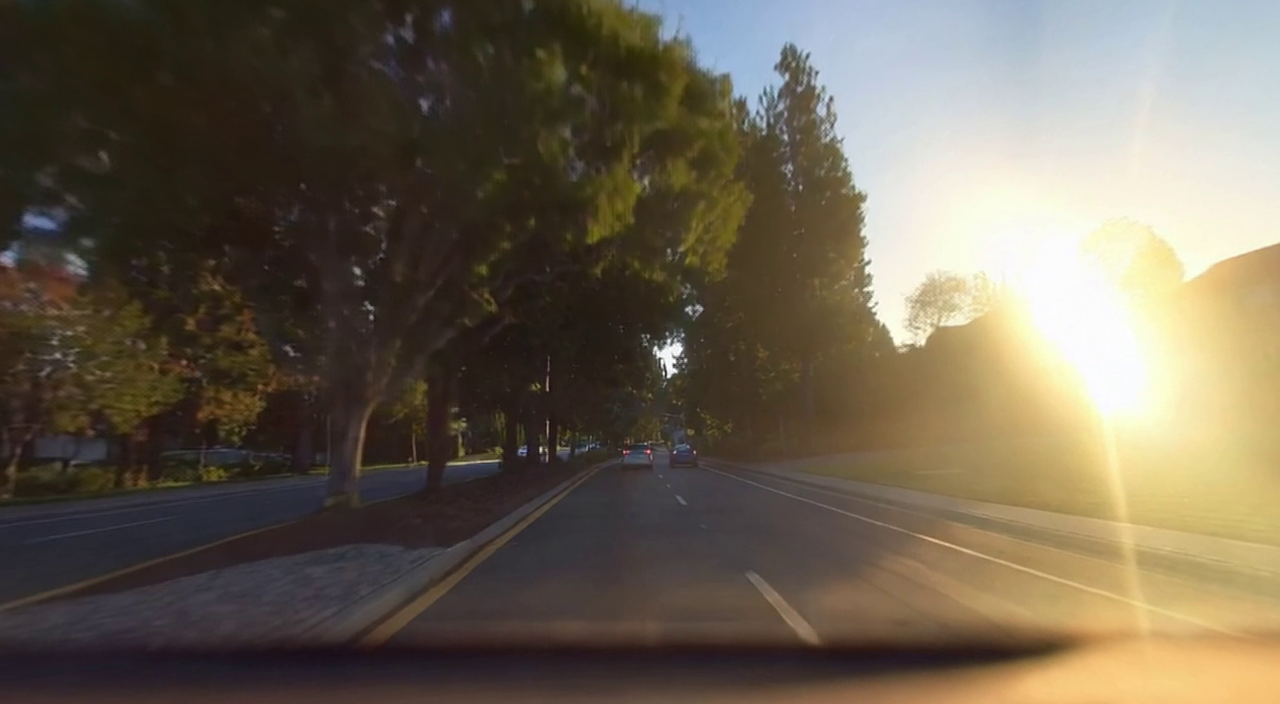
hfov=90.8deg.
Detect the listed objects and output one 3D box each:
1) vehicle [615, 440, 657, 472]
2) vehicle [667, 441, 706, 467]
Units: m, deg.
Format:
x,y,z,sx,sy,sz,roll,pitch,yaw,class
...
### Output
x,y,z,sx,sy,sz,roll,pitch,yaw,class
-0.174,5.239,32.091,2.018,1.511,3.993,0,-8,1,vehicle
2.886,6.455,40.243,2.057,1.496,4.401,0,-8,-1,vehicle
